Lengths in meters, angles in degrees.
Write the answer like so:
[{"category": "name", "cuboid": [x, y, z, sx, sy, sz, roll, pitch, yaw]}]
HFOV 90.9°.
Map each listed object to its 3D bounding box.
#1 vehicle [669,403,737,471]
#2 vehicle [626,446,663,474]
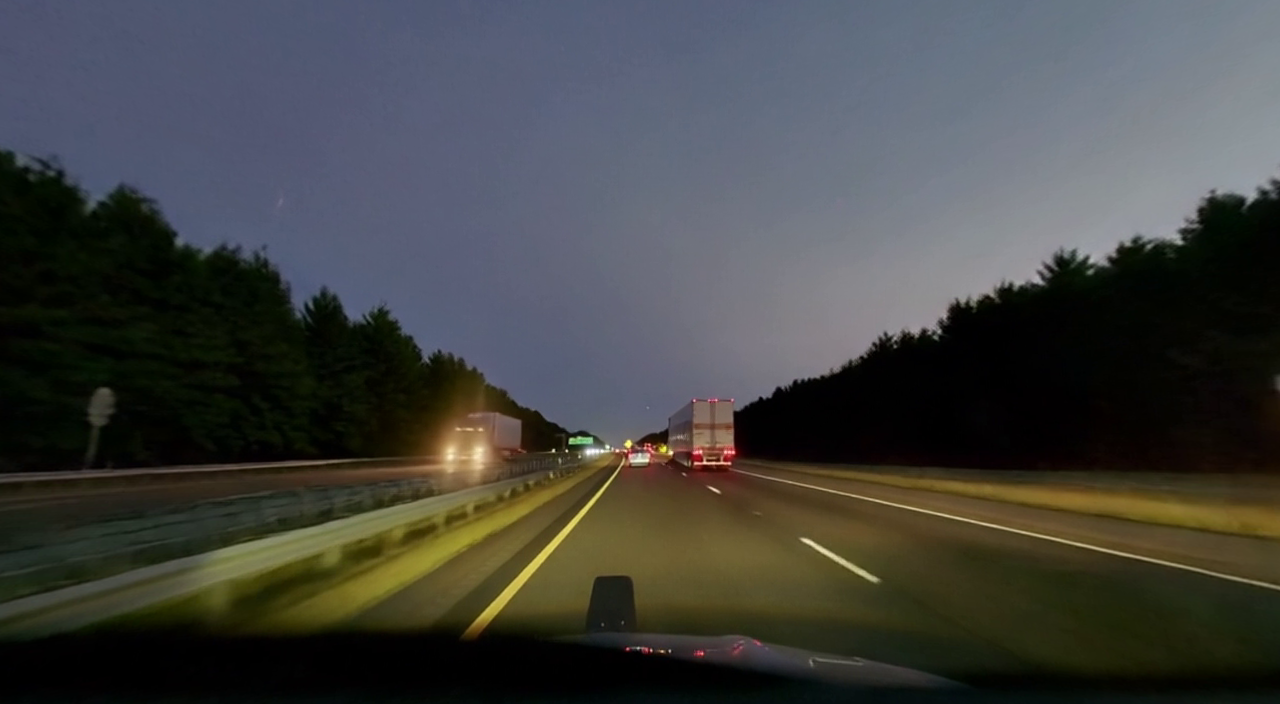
[{"category": "vehicle", "cuboid": [4.090, 6.192, 44.923, 2.883, 4.057, 14.579, 0, -9, -2]}, {"category": "vehicle", "cuboid": [0.210, 6.373, 37.439, 2.051, 1.513, 4.511, 0, -9, -1]}]
